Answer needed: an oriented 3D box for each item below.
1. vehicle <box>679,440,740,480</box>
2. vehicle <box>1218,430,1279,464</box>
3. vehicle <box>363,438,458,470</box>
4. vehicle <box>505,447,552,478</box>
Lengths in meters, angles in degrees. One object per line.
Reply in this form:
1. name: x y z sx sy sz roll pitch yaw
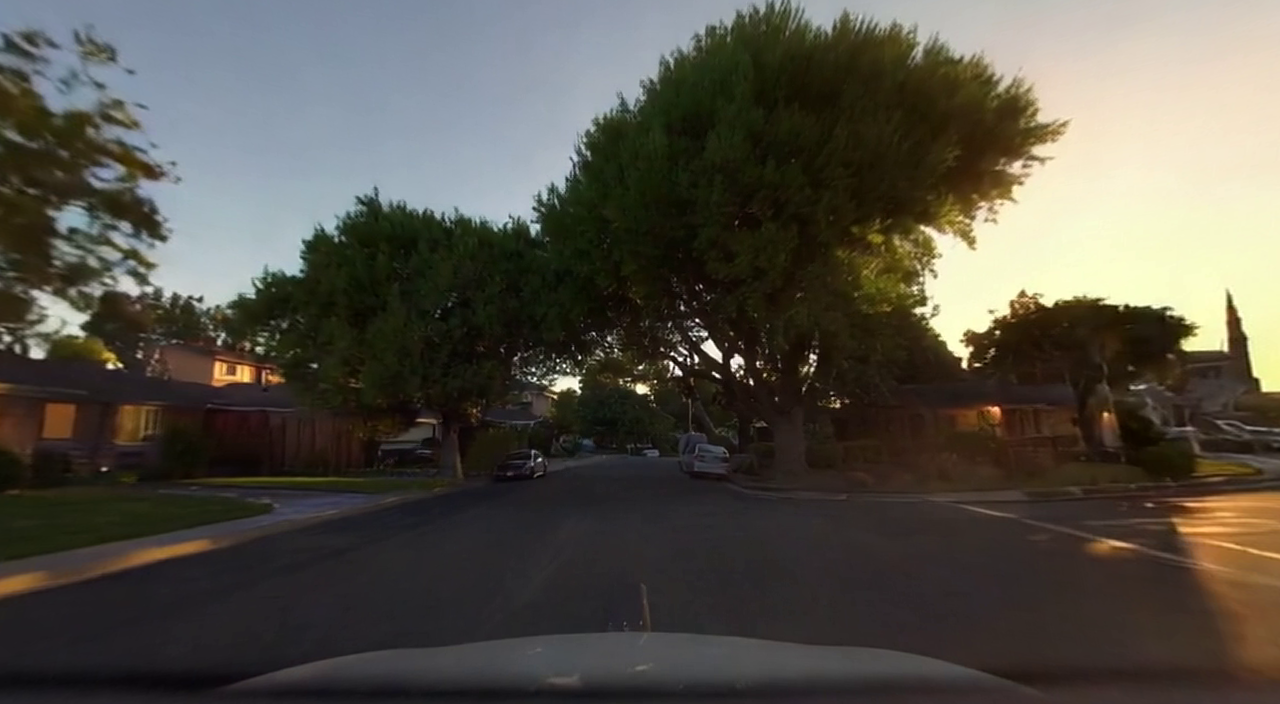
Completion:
1. vehicle: 3.178 5.032 29.527 2.140 1.749 4.369 1 -9 -3
2. vehicle: 30.005 4.452 29.469 1.700 1.556 3.732 3 -9 -18
3. vehicle: -13.781 6.185 38.042 5.019 1.867 2.006 1 -9 -8
4. vehicle: -5.948 5.925 34.023 1.947 1.557 3.900 0 -8 -2
